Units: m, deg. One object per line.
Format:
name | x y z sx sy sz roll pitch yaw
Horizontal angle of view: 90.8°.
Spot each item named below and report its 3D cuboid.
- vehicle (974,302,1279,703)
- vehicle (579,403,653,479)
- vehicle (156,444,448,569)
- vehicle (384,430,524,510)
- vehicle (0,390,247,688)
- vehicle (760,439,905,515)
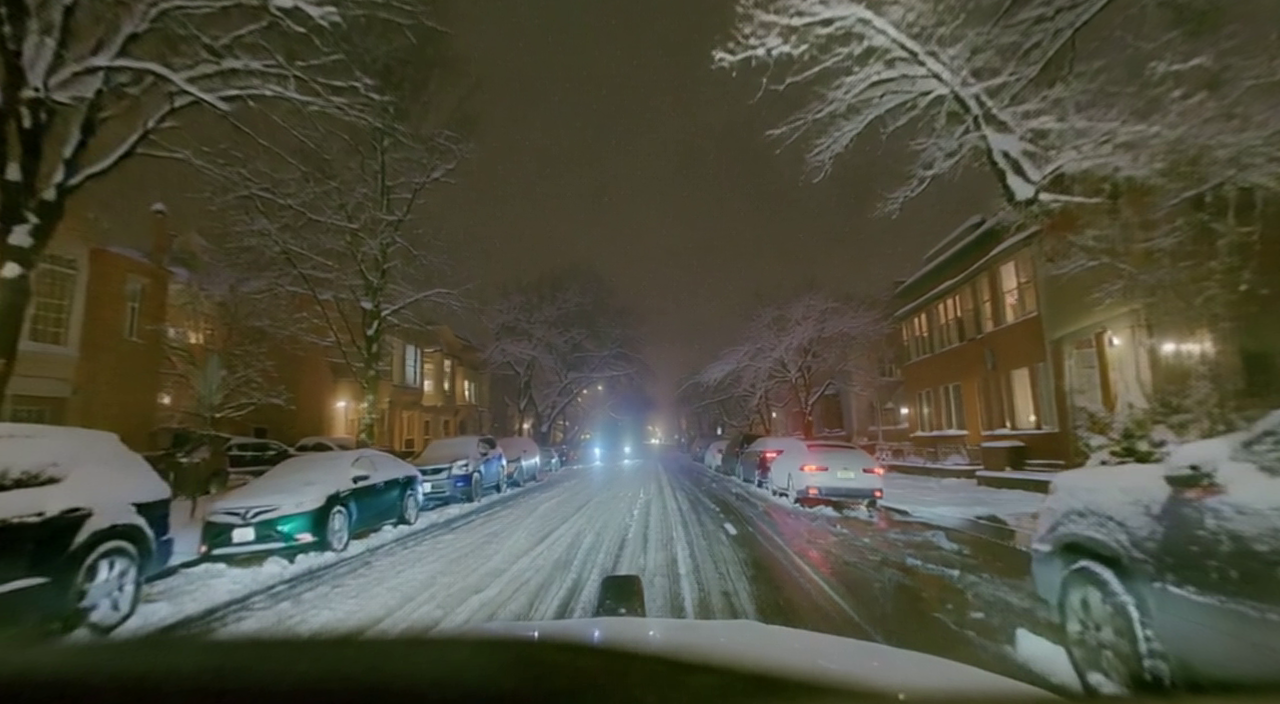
vehicle | 3.492 0.723 2.041 2.182 1.900 4.779 0 -8 0
vehicle | -0.884 3.933 27.907 2.716 2.887 6.781 0 -8 2
vehicle | -4.801 2.204 10.018 1.861 1.474 4.749 0 -8 2
vehicle | -4.743 3.078 17.113 2.002 1.781 5.380 0 -8 2
vehicle | -5.038 1.136 3.780 2.203 1.815 4.972 0 -8 -1
vehicle | 4.171 2.752 14.522 1.813 1.468 4.267 0 -8 -3
